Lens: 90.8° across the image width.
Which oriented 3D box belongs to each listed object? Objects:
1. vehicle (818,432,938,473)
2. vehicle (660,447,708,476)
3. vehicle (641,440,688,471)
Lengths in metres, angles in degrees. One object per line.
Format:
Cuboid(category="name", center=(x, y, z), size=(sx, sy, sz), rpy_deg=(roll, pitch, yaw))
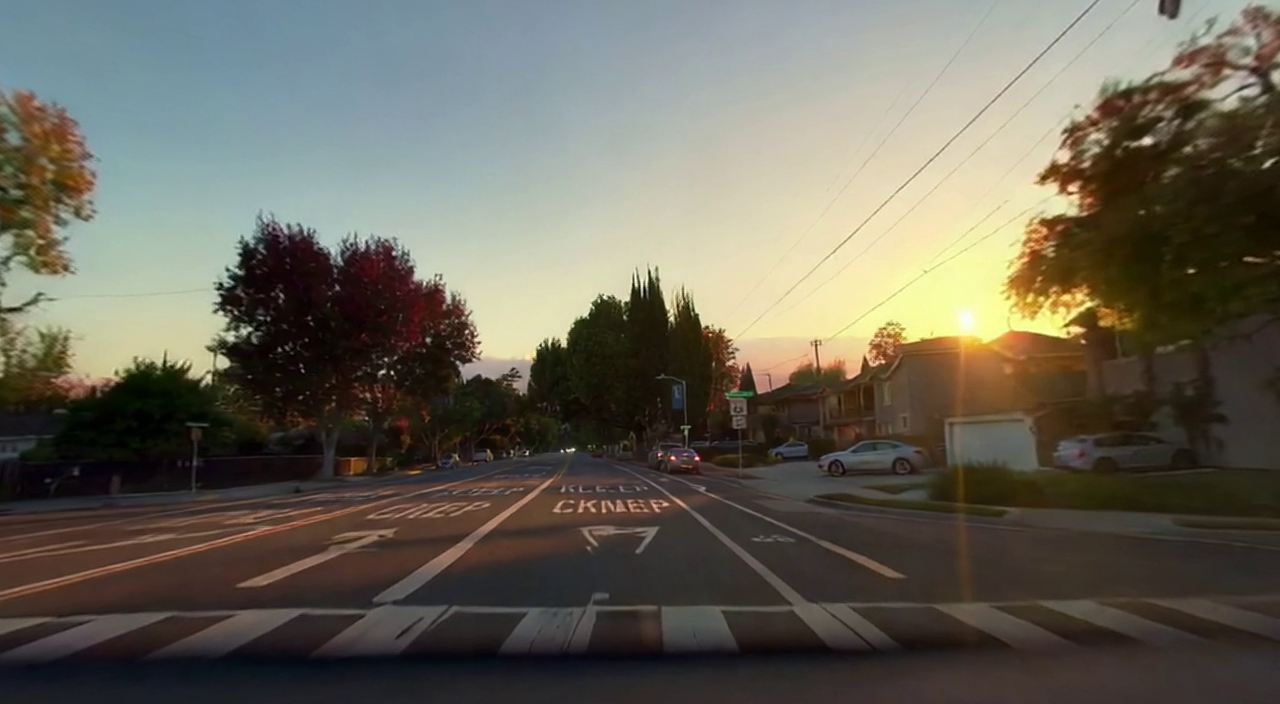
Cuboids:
Cuboid(category="vehicle", center=(10.276, 4.361, 27.451), size=(4.492, 1.619, 1.849), rpy_deg=(-6, -10, 33))
Cuboid(category="vehicle", center=(2.332, 5.968, 34.666), size=(1.919, 1.474, 4.370), rpy_deg=(1, -9, -6))
Cuboid(category="vehicle", center=(1.470, 6.746, 41.302), size=(2.293, 1.858, 5.868), rpy_deg=(1, -9, -6))
